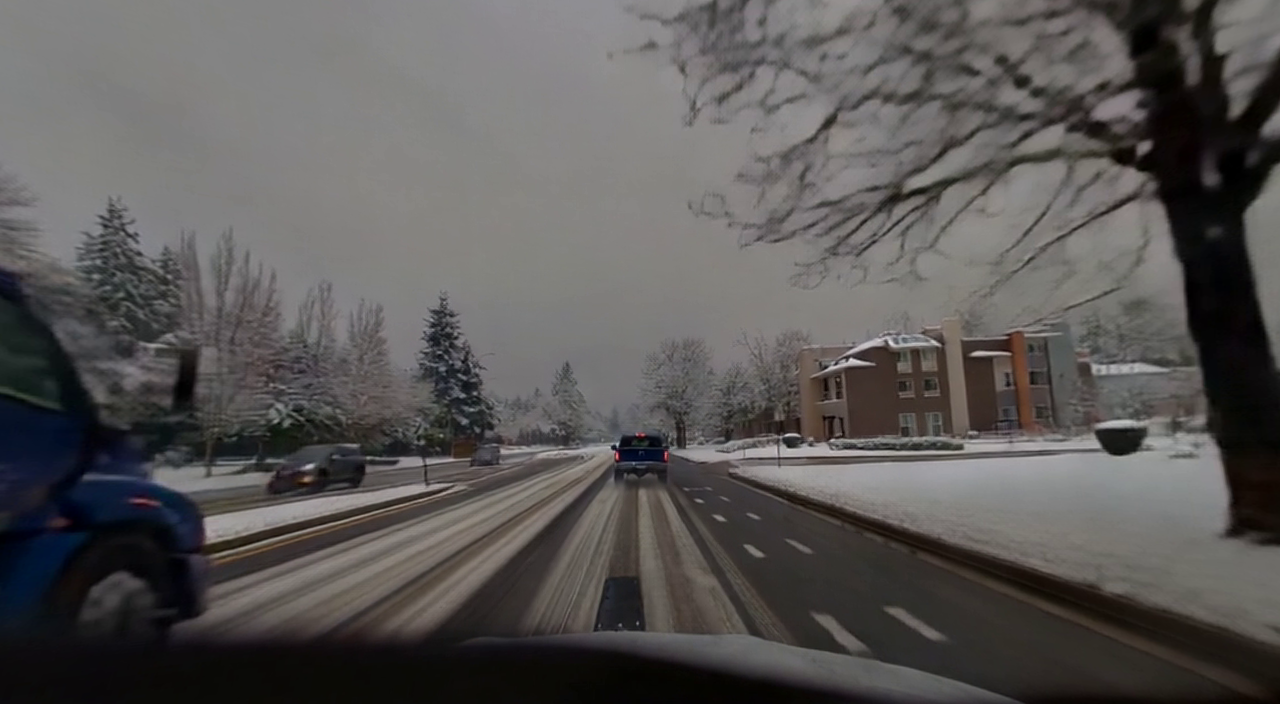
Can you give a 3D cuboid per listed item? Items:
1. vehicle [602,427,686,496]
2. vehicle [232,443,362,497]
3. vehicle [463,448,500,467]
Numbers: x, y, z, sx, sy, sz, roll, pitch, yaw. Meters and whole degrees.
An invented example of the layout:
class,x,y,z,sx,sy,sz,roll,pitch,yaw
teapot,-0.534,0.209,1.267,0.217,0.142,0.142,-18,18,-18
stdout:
class,x,y,z,sx,sy,sz,roll,pitch,yaw
vehicle,0.075,3.007,17.644,2.094,1.682,3.866,0,-8,-1
vehicle,-12.091,4.124,22.685,2.143,1.711,4.477,0,-8,0
vehicle,-12.169,8.110,48.861,1.797,1.364,4.169,0,-8,0
